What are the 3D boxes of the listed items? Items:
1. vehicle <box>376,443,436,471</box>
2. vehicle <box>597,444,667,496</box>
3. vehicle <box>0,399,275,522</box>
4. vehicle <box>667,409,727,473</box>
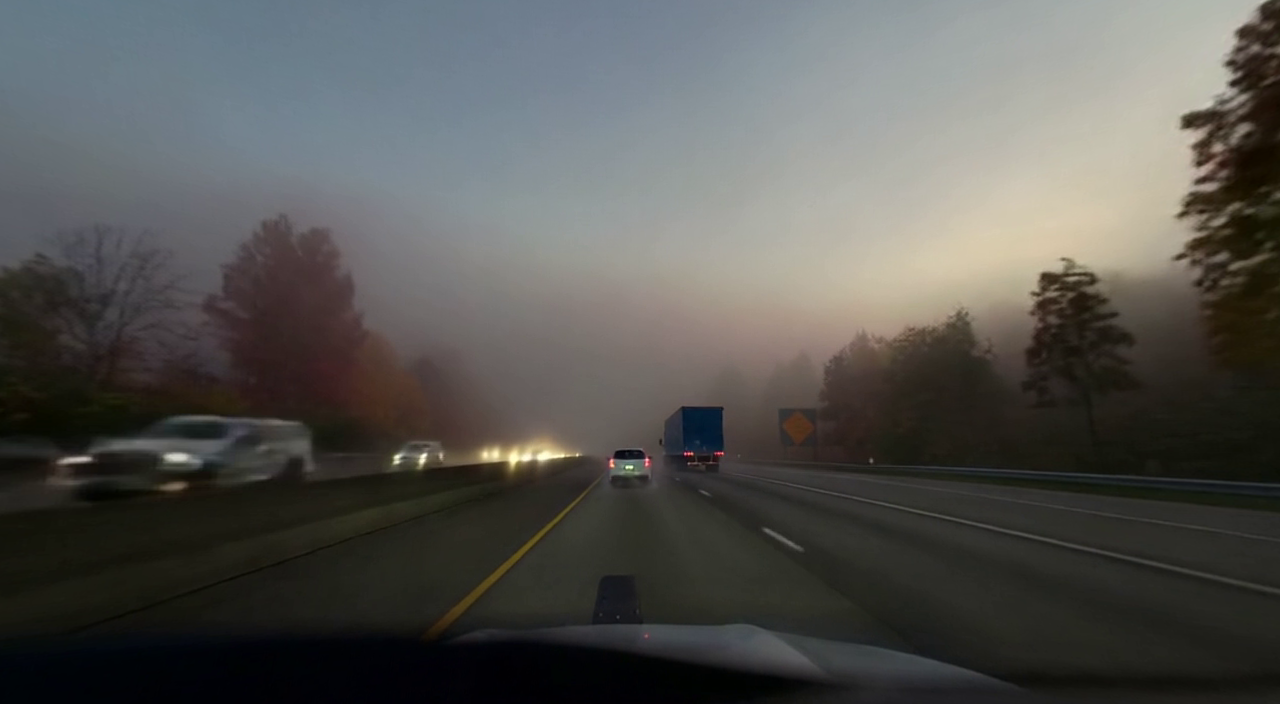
[{"bbox_3d":[-14.022,6.345,37.851,1.953,1.544,4.444,0,-9,-1],"label":"vehicle"},{"bbox_3d":[-0.306,3.872,20.938,2.099,1.506,4.097,0,-9,-1],"label":"vehicle"},{"bbox_3d":[-9.296,1.986,11.721,2.175,1.804,4.631,0,-9,-1],"label":"vehicle"},{"bbox_3d":[3.908,6.832,46.968,2.900,4.013,14.455,1,-10,-1],"label":"vehicle"}]
